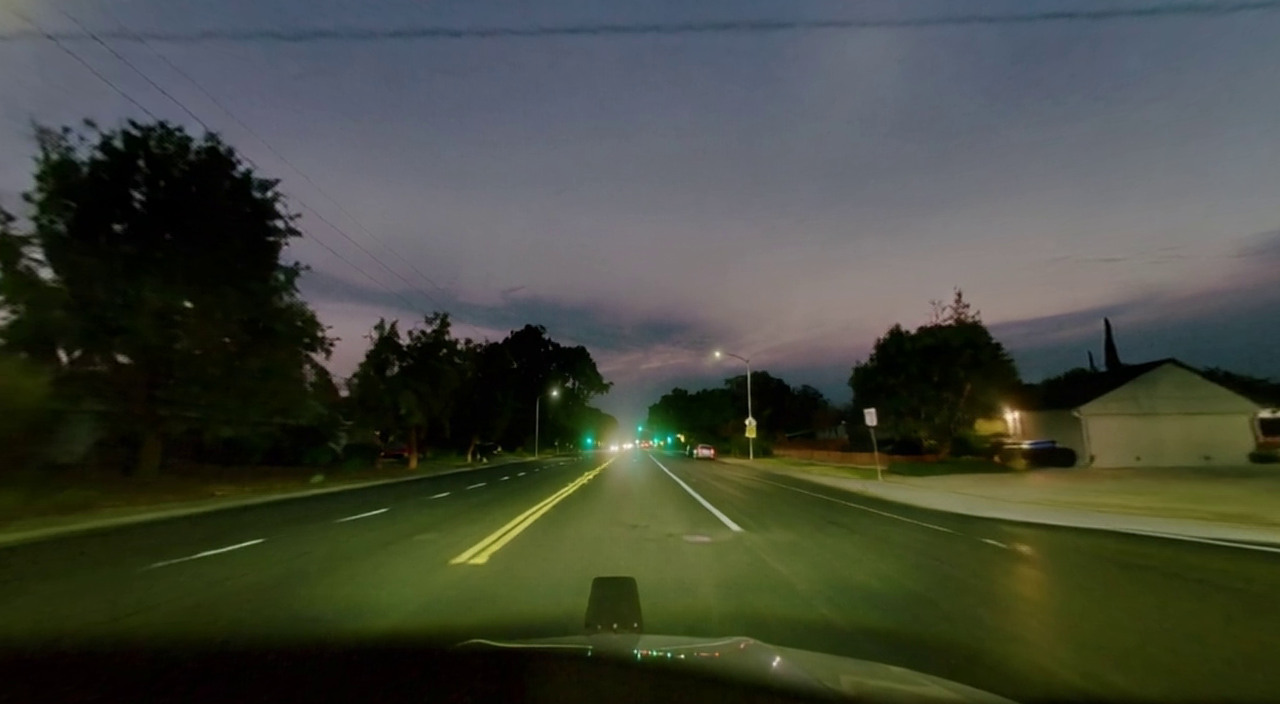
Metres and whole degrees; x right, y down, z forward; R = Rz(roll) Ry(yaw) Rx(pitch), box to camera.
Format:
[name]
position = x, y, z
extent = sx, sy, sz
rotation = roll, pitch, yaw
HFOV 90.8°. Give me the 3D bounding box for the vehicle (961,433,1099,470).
[vehicle]
position = 16.652, 4.282, 27.189
extent = 4.443, 1.497, 2.168
rotation = 0, -8, 2
